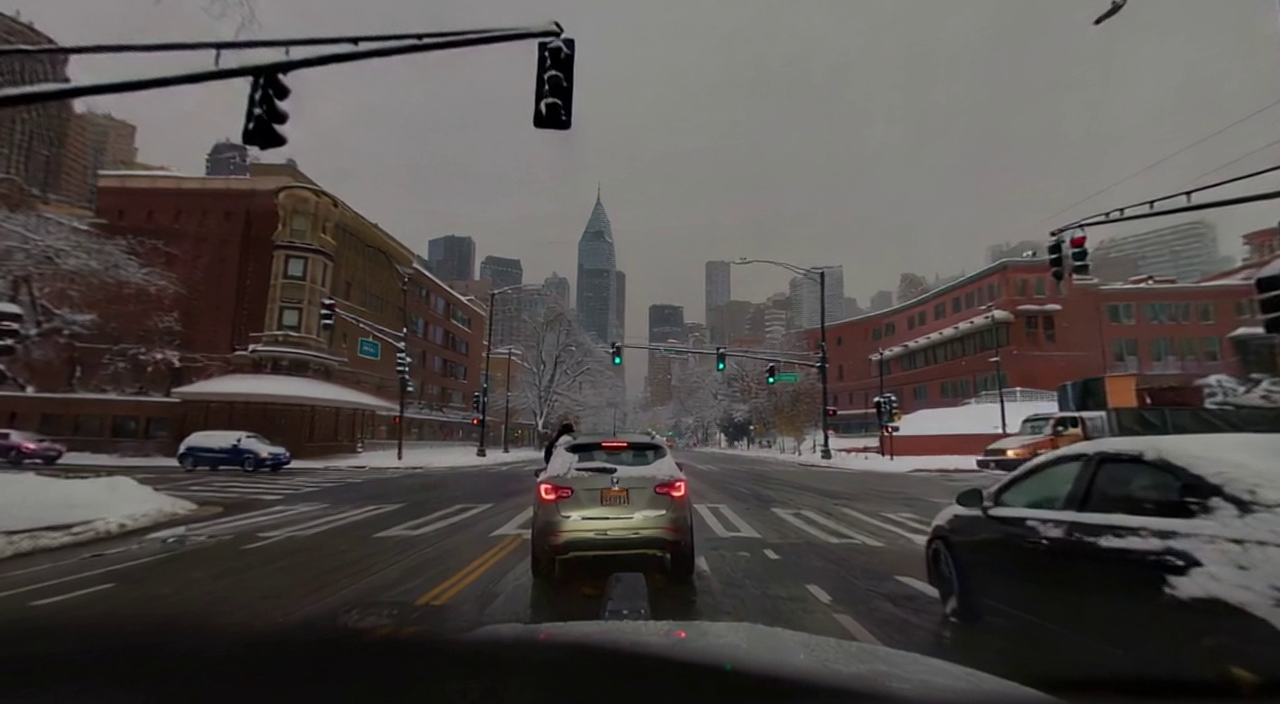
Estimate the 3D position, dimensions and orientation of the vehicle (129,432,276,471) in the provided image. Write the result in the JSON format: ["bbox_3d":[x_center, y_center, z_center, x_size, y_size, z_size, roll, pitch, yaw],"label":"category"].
[{"bbox_3d":[-17.528,4.014,25.431,4.511,1.483,1.877,0,-8,1],"label":"vehicle"}]

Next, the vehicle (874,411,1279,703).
[{"bbox_3d":[3.229,1.156,3.723,1.942,1.443,4.468,0,-8,0],"label":"vehicle"}]

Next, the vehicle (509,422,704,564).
[{"bbox_3d":[-0.414,1.754,8.540,2.031,1.461,3.763,0,-8,-2],"label":"vehicle"}]

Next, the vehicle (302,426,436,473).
[{"bbox_3d":[-10.431,3.751,24.309,4.556,1.689,1.982,-3,-9,21],"label":"vehicle"}]
